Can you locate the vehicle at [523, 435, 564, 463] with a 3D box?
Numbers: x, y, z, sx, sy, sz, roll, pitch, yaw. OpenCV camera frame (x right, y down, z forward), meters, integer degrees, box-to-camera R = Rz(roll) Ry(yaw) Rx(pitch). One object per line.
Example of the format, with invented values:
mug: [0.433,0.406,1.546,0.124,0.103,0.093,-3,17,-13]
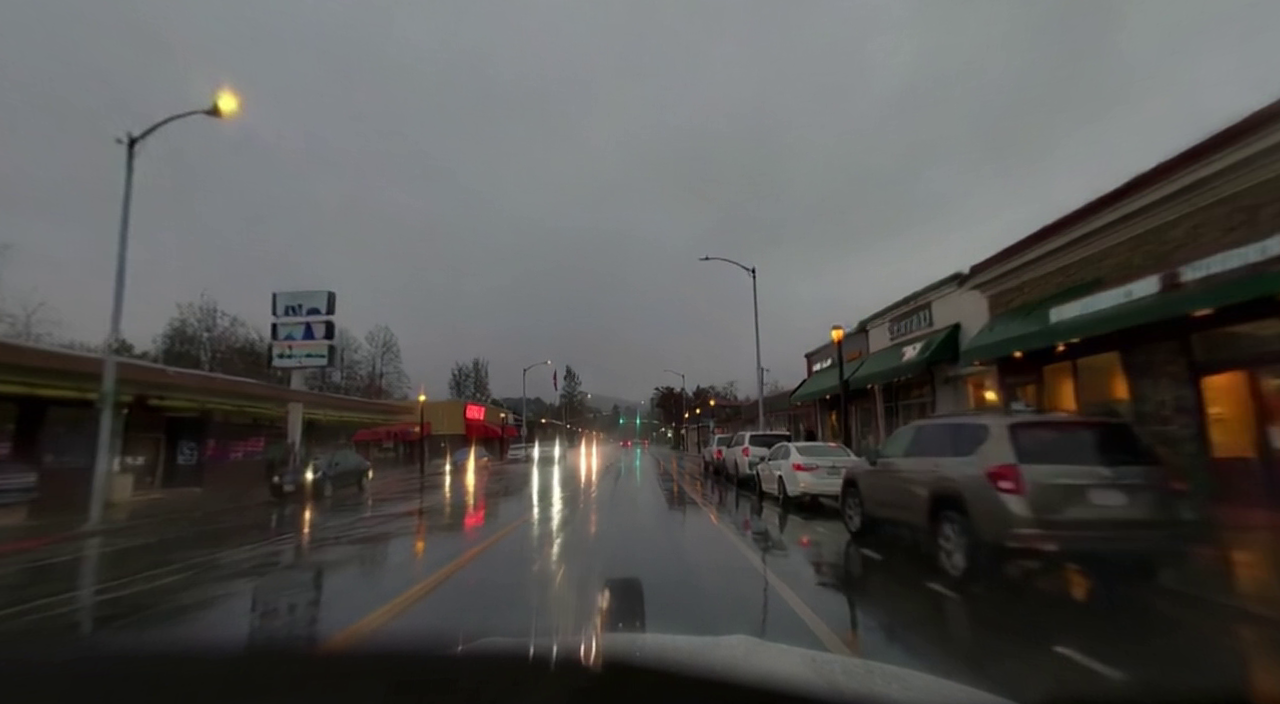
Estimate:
vehicle: [-6.658,6.743,44.048,2.044,1.839,4.512,0,-8,1]

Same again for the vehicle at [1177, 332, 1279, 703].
vehicle: [3.910,0.478,0.230,2.164,1.880,6.057,0,-8,1]

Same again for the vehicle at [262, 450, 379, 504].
vehicle: [-10.784,4.220,21.682,1.930,1.621,3.853,0,-8,0]

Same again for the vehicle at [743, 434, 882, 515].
vehicle: [3.874,2.851,15.138,1.876,1.468,4.672,-5,-9,-1]

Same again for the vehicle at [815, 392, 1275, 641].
vehicle: [3.840,1.644,7.544,2.132,1.889,5.213,0,-8,2]

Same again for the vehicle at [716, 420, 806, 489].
vehicle: [3.827,3.345,20.820,1.976,2.001,4.430,0,-8,-2]

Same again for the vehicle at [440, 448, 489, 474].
vehicle: [-10.528,6.558,38.232,1.846,1.463,4.206,0,-8,-1]
